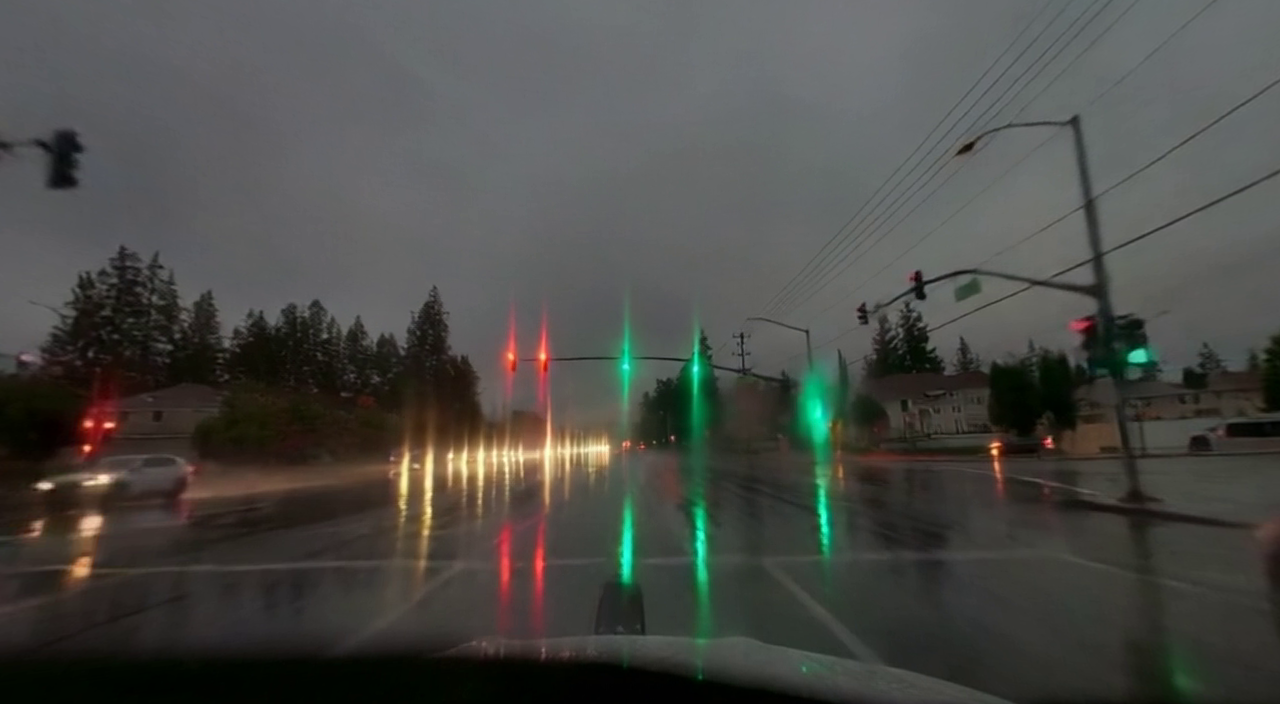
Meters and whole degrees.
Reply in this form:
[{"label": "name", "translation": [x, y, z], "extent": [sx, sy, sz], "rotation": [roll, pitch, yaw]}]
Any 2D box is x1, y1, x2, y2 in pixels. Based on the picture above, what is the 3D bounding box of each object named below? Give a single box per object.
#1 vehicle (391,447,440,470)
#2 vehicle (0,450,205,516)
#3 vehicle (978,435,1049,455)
[{"label": "vehicle", "translation": [-15.568, 7.371, 44.043], "extent": [1.891, 1.484, 4.441], "rotation": [0, -8, -1]}, {"label": "vehicle", "translation": [-14.644, 3.474, 17.384], "extent": [2.013, 1.503, 4.682], "rotation": [0, -8, -1]}, {"label": "vehicle", "translation": [28.030, 6.995, 47.584], "extent": [4.439, 1.454, 1.842], "rotation": [-5, -10, 27]}]
